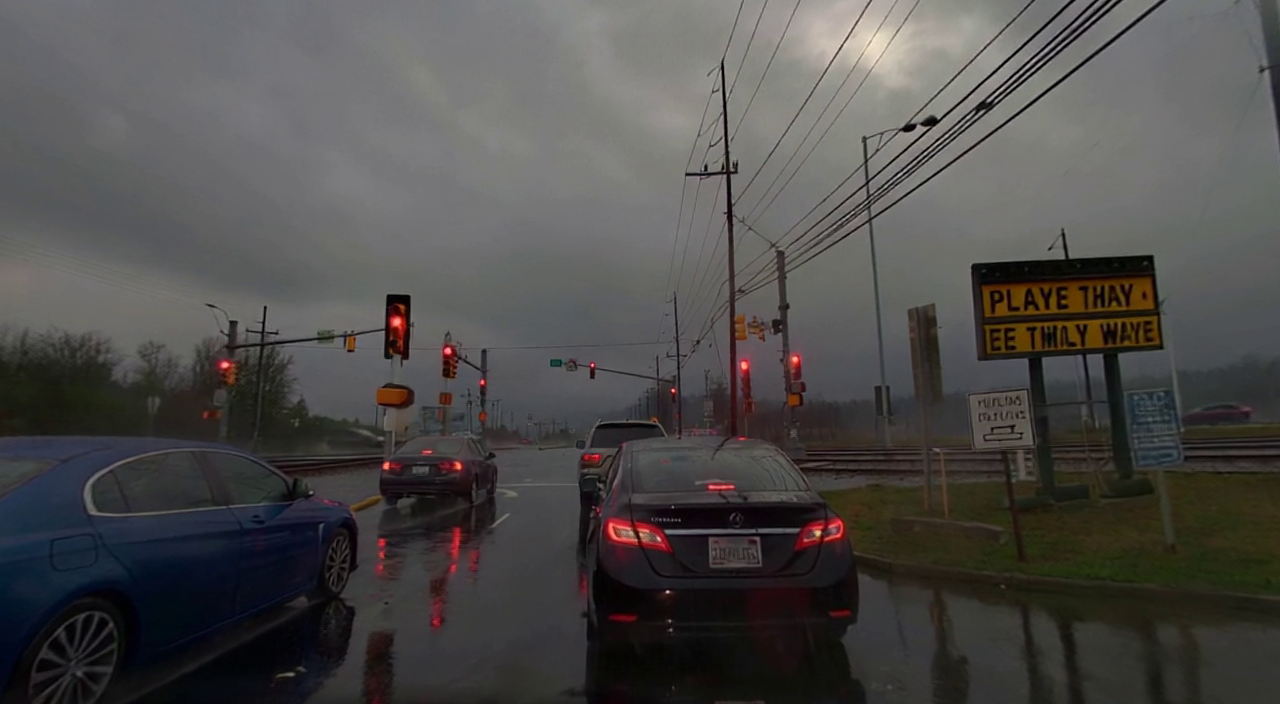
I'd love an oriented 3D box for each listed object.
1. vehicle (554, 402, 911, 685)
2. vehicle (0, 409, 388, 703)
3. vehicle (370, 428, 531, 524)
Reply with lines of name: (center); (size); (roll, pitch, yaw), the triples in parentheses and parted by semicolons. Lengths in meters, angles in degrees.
vehicle: (0.397, 1.351, 5.555); (1.998, 1.529, 3.960); (1, -9, -4)
vehicle: (-3.710, 1.253, 4.476); (1.956, 1.468, 4.585); (0, -9, 0)
vehicle: (-3.360, 2.271, 12.101); (1.984, 1.505, 3.982); (0, -9, -2)
